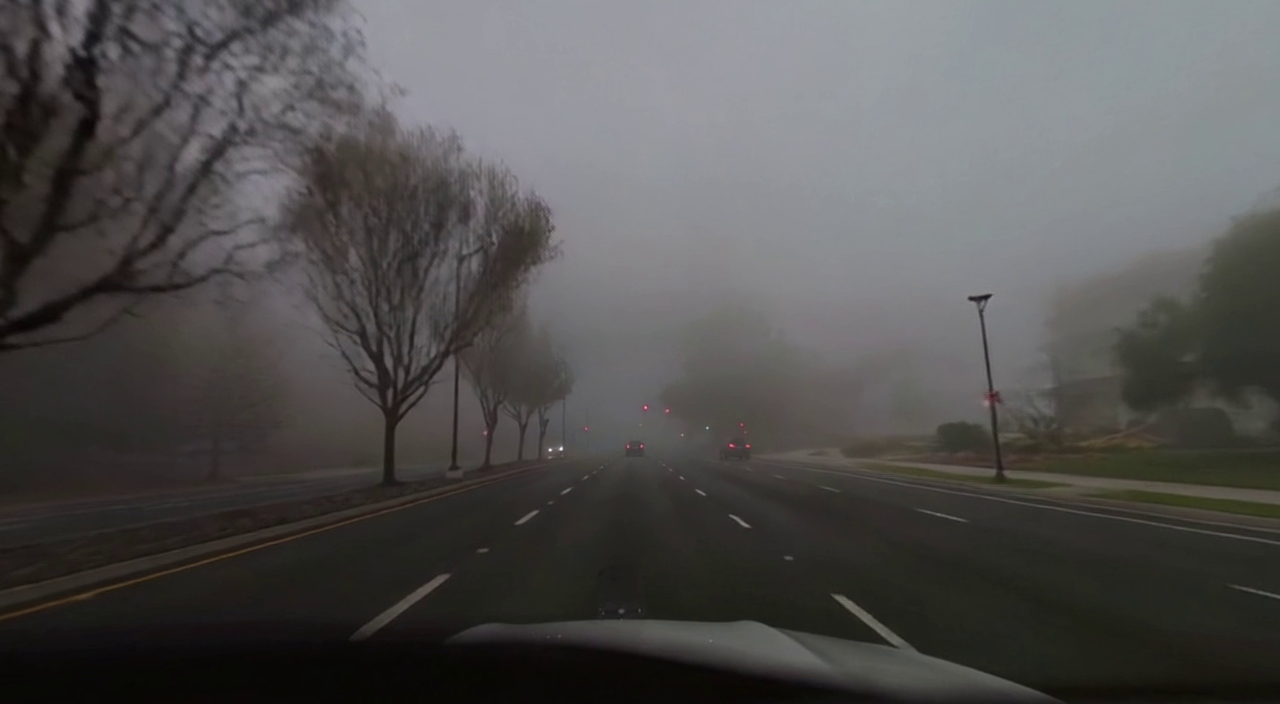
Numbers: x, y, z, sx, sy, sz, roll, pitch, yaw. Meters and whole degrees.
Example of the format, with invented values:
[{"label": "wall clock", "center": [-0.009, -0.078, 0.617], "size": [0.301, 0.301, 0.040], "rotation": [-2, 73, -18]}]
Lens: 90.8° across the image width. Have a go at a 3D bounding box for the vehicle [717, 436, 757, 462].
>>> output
[{"label": "vehicle", "center": [6.730, 6.792, 44.314], "size": [2.011, 1.710, 4.357], "rotation": [0, -9, -2]}]
